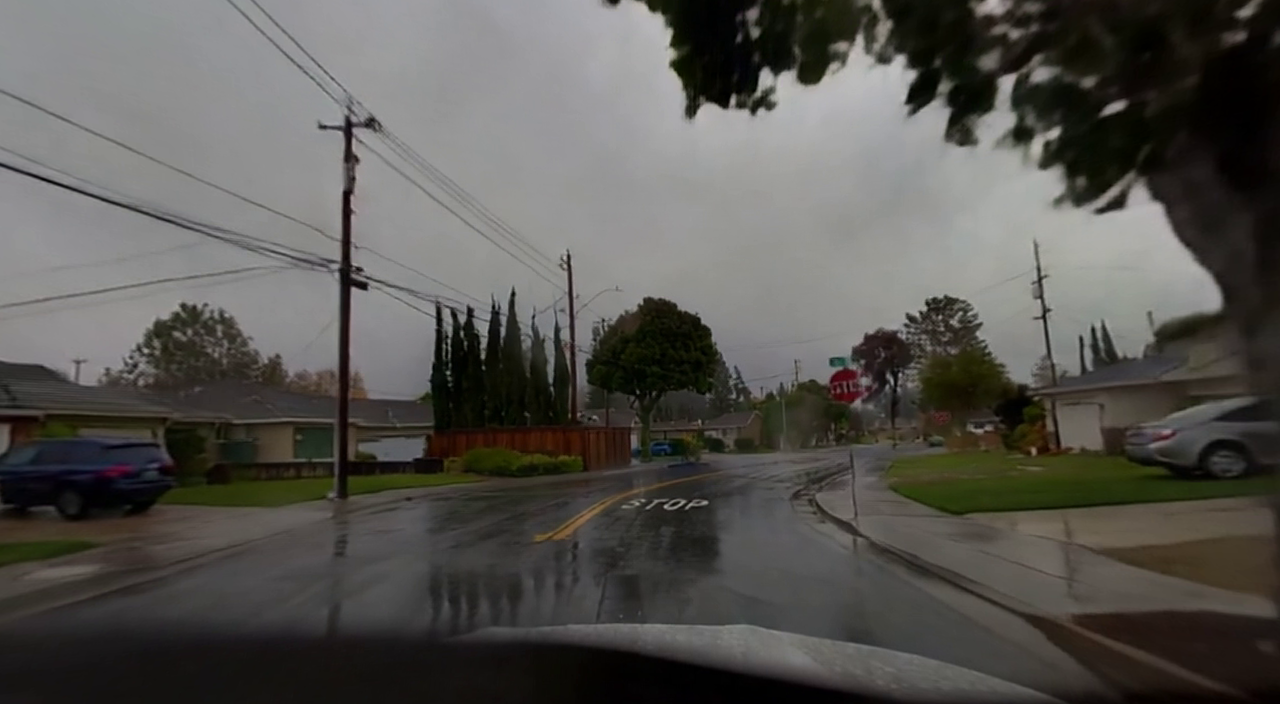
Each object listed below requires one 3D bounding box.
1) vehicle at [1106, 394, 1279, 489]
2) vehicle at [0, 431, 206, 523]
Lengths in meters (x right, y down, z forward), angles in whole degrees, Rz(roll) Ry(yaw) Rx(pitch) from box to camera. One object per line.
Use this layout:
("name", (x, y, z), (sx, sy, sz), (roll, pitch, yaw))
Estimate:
("vehicle", (12.277, 1.791, 12.630), (4.180, 1.759, 1.940), (-2, -9, 11))
("vehicle", (-12.616, 2.697, 13.945), (4.484, 1.852, 2.009), (0, -9, -2))
